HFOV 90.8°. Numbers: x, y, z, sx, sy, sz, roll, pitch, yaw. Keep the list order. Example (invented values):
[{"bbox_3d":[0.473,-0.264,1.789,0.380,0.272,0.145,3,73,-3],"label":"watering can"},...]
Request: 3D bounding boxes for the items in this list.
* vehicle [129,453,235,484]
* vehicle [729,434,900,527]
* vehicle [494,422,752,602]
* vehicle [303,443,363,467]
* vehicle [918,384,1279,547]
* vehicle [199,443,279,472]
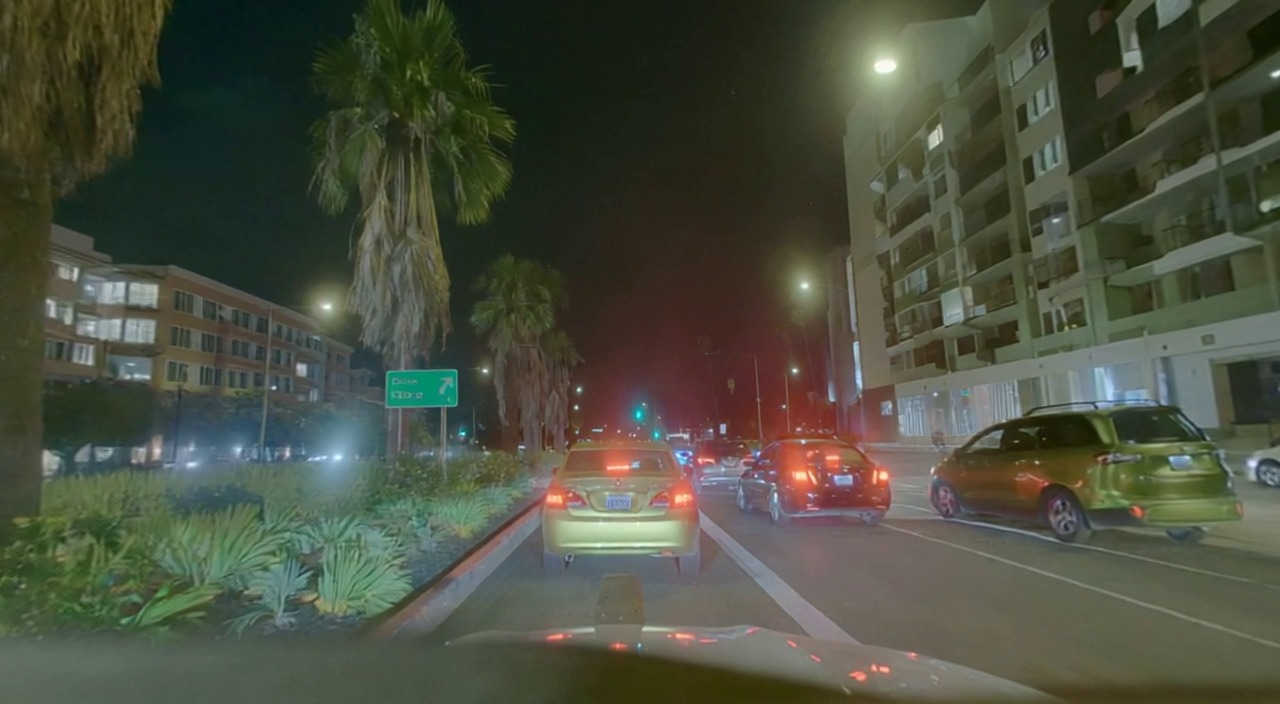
[{"bbox_3d":[-23.732,6.012,33.000,1.972,1.425,4.765,0,-8,0],"label":"vehicle"},{"bbox_3d":[3.088,2.368,12.270,1.925,1.451,4.436,0,-8,-2],"label":"vehicle"},{"bbox_3d":[-0.155,1.638,7.343,2.158,1.498,3.919,0,-8,0],"label":"vehicle"},{"bbox_3d":[-23.974,8.044,49.644,2.055,1.759,5.200,0,-8,1],"label":"vehicle"},{"bbox_3d":[7.206,1.857,10.925,2.254,2.072,5.577,0,-8,0],"label":"vehicle"},{"bbox_3d":[-28.302,7.445,44.836,2.115,1.884,5.481,0,-8,0],"label":"vehicle"}]
